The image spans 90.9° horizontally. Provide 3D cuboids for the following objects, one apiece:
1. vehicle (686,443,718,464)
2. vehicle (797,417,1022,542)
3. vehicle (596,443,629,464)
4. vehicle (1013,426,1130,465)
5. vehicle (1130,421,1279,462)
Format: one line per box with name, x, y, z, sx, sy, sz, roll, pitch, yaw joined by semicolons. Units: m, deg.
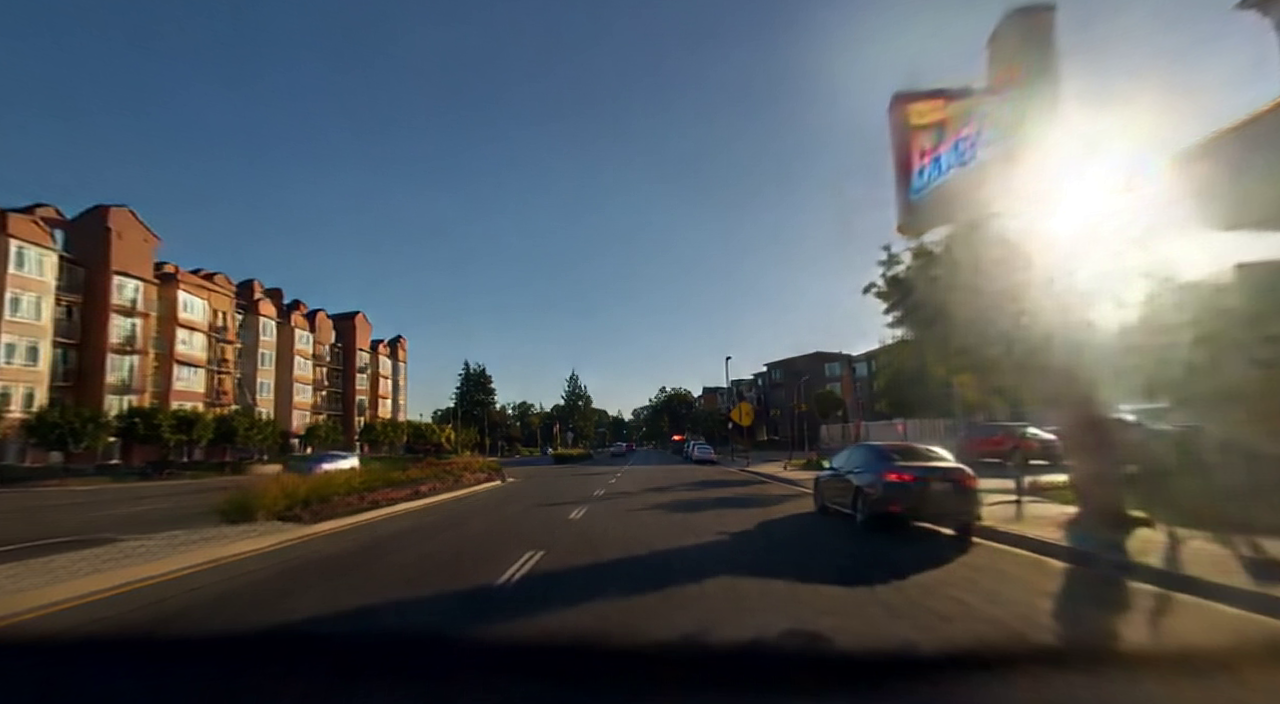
vehicle;4.853;7.980;49.738;2.085;1.509;5.134;0;-8;1
vehicle;4.408;2.159;11.320;2.067;1.755;4.616;0;-8;1
vehicle;-2.069;7.812;48.635;2.176;1.543;4.335;0;-8;2
vehicle;17.767;3.890;26.222;1.953;1.488;4.129;0;-8;1
vehicle;23.088;3.702;26.044;1.940;1.510;4.595;0;-8;0
